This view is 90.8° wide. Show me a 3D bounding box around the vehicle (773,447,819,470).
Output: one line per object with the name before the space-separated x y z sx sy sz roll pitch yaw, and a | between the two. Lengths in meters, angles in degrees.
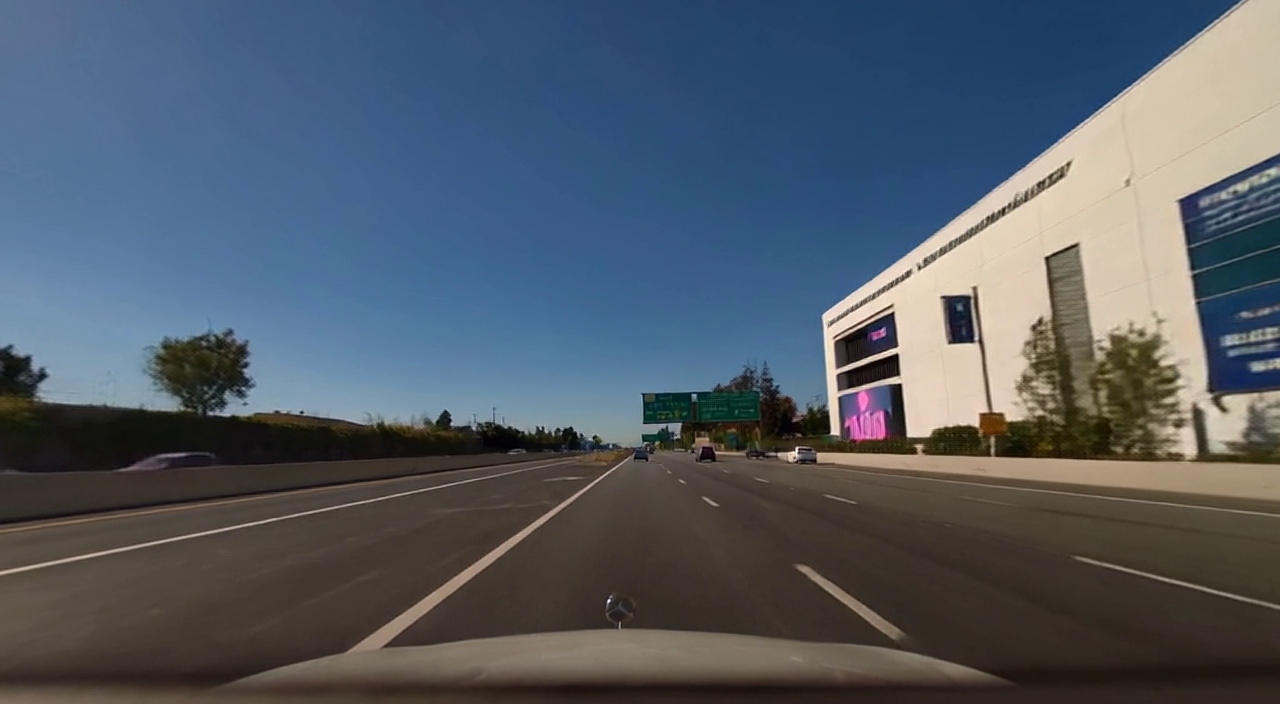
vehicle | 10.694 7.290 43.584 1.953 1.473 4.512 0 -8 -1

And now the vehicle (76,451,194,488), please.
vehicle | -26.065 6.049 32.893 2.111 1.702 5.024 0 -8 -2
